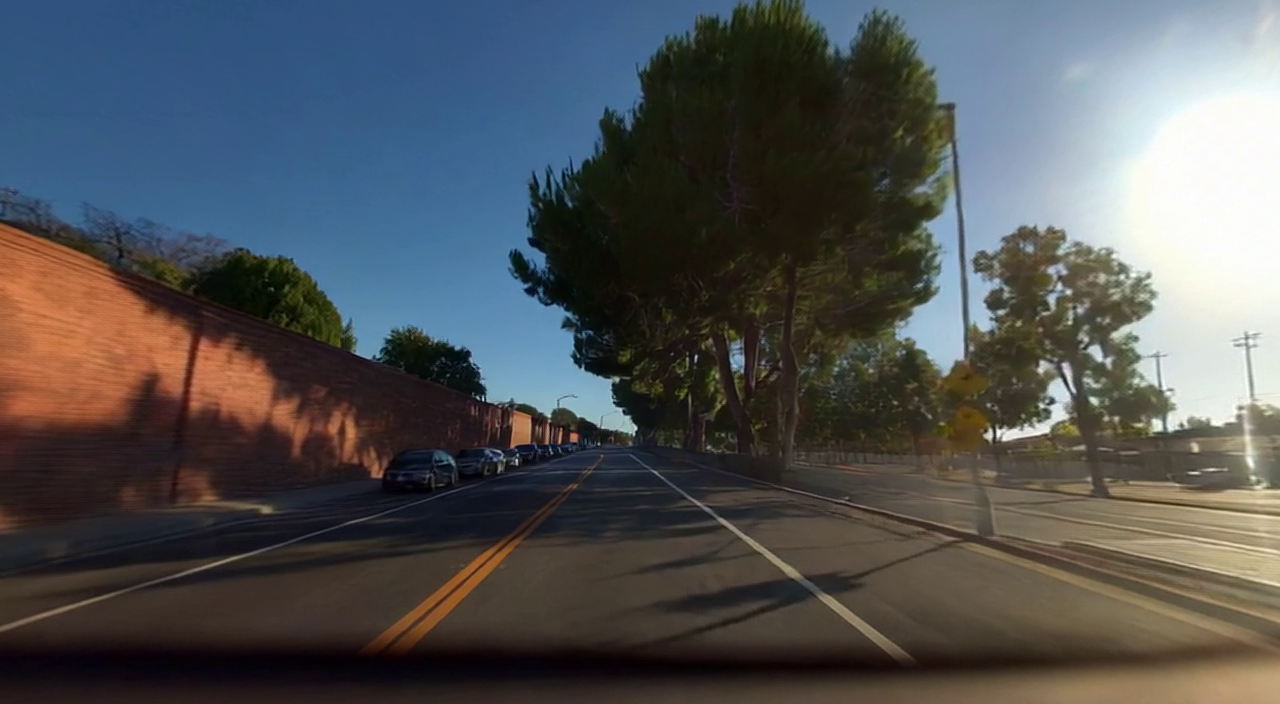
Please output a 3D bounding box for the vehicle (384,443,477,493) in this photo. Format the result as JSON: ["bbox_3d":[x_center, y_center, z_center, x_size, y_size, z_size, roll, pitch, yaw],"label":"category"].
[{"bbox_3d":[-7.342,4.081,22.679,1.899,1.485,4.593,2,-8,-2],"label":"vehicle"}]
